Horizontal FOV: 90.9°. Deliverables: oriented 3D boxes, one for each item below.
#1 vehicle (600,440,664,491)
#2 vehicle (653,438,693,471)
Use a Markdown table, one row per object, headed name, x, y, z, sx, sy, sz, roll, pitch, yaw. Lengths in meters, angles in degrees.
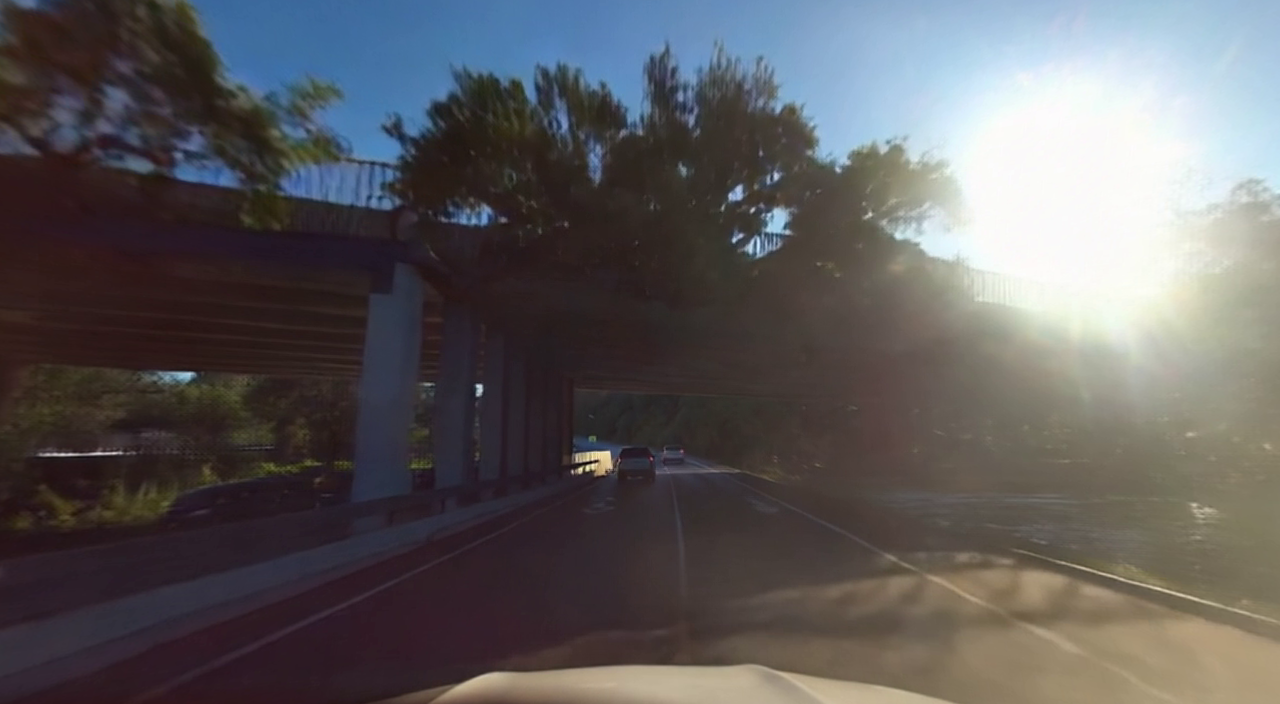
| name | x | y | z | sx | sy | sz | roll | pitch | yaw |
| --- | --- | --- | --- | --- | --- | --- | --- | --- | --- |
| vehicle | -0.211 | 3.949 | 22.123 | 2.037 | 1.601 | 3.643 | 0 | -9 | 1 |
| vehicle | 2.080 | 6.685 | 41.185 | 2.273 | 2.010 | 4.396 | 0 | -9 | -2 |
